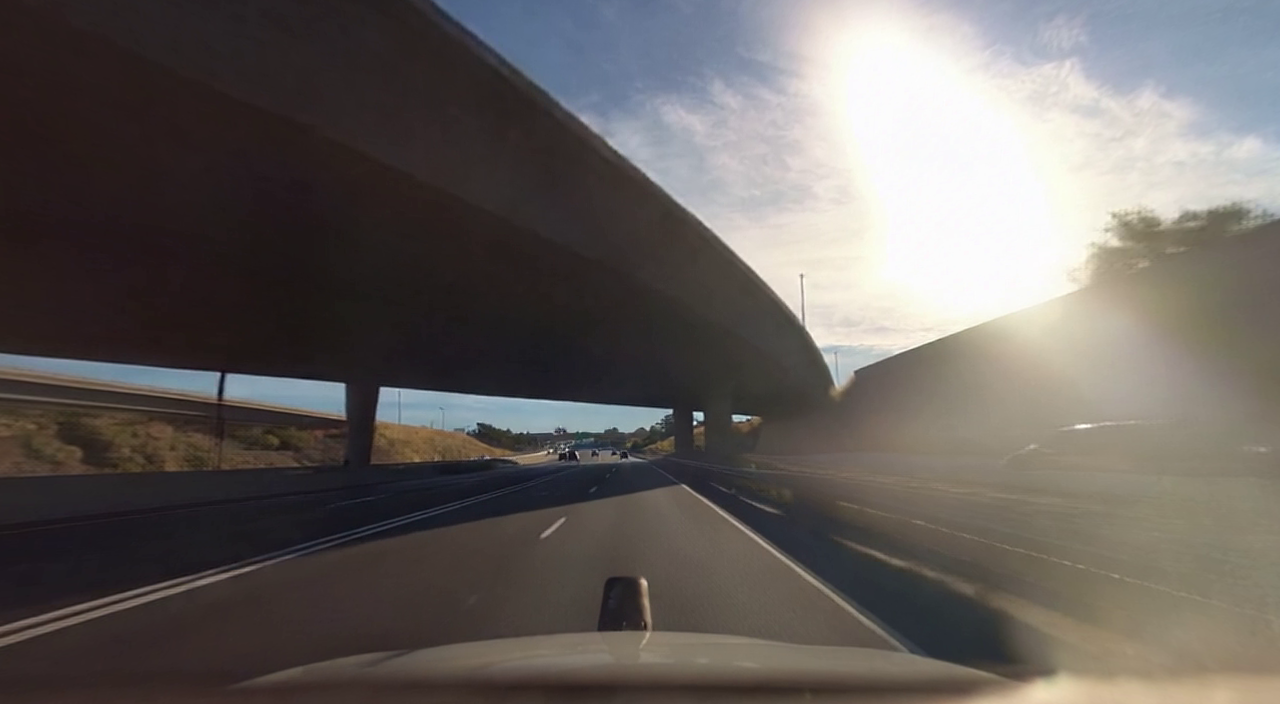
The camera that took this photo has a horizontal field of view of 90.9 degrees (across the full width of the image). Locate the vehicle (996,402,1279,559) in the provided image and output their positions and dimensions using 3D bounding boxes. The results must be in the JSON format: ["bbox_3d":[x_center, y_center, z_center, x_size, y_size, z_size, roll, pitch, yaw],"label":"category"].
[{"bbox_3d":[15.045,3.566,18.684,3.233,3.414,9.483,0,-9,-1],"label":"vehicle"}]
